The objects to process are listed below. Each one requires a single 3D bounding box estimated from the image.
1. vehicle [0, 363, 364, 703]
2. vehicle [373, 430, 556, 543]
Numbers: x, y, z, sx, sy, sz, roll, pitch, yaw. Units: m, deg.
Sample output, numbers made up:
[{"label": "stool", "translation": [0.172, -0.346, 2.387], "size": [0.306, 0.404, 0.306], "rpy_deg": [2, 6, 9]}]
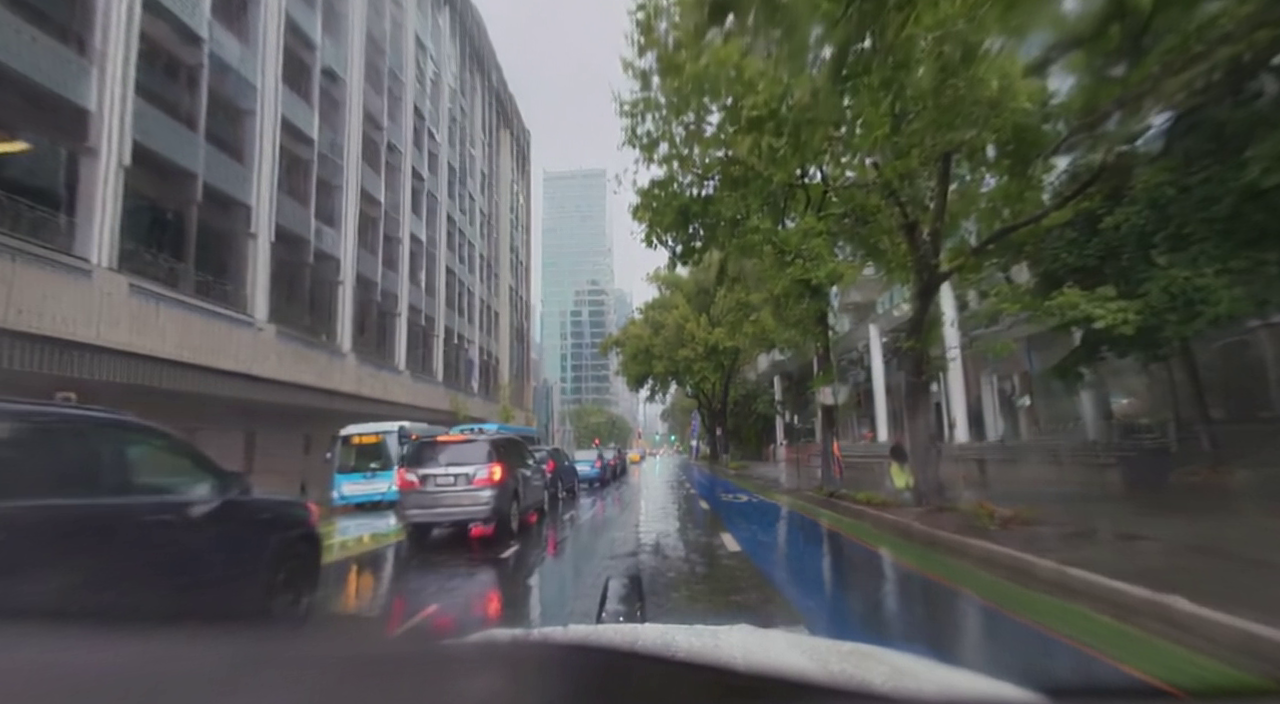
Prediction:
[{"label": "vehicle", "translation": [-3.821, 1.119, 3.727], "size": [2.173, 1.814, 4.573], "rpy_deg": [0, -9, 2]}, {"label": "vehicle", "translation": [-3.215, 2.571, 12.769], "size": [2.225, 1.848, 4.472], "rpy_deg": [0, -9, 3]}]
